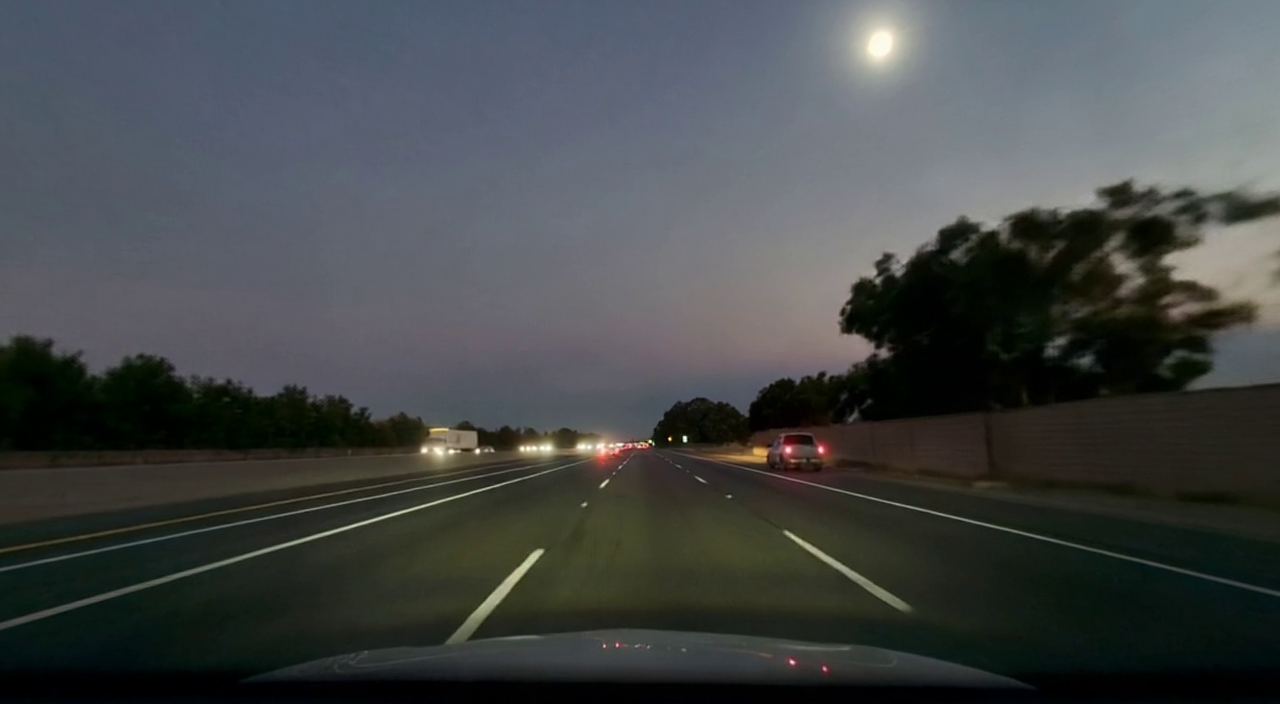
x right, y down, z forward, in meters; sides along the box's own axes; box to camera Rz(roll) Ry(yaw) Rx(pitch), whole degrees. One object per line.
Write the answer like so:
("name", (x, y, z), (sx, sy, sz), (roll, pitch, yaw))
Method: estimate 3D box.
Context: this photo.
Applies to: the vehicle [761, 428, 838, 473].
("vehicle", (8.226, 5.170, 33.265), (2.440, 2.132, 6.219), (0, -9, 0))
